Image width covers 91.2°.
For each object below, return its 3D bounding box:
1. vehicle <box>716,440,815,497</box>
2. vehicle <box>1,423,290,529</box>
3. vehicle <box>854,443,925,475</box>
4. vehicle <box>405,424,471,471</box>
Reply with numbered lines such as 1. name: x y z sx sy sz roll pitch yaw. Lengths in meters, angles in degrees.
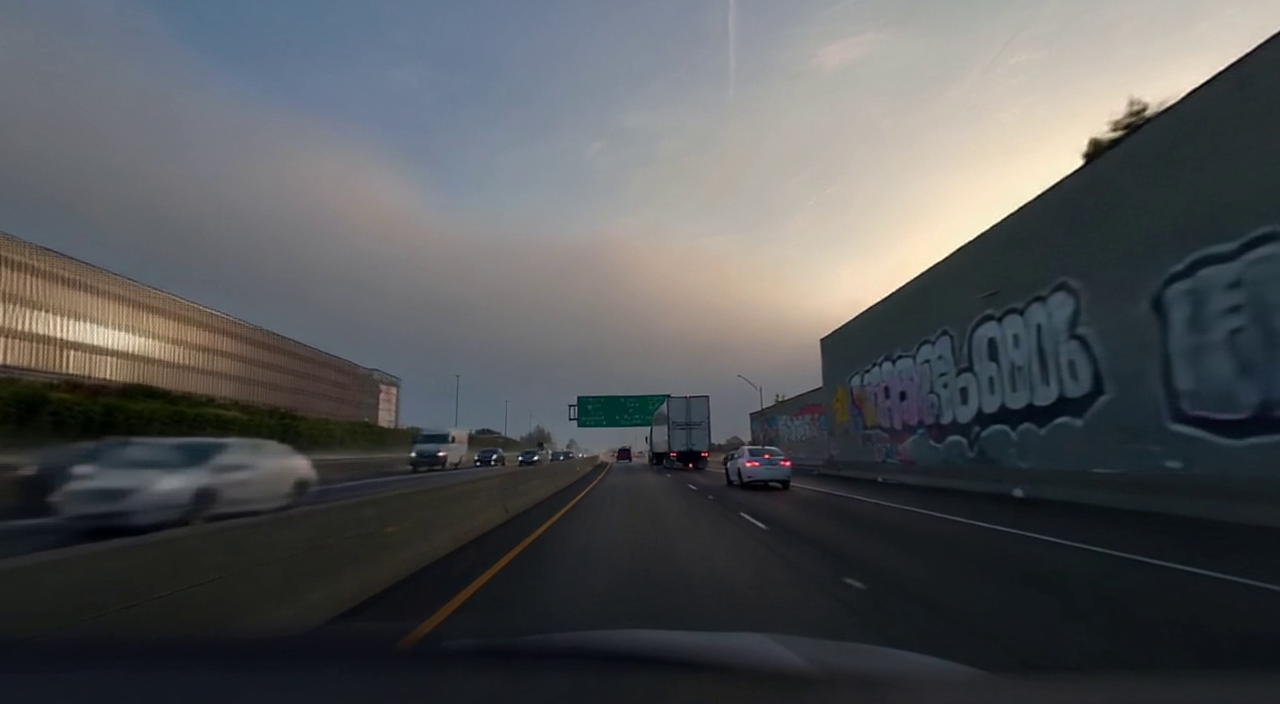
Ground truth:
1. vehicle: 3.827 3.633 19.963 2.085 1.588 4.436 0 -9 -2
2. vehicle: -8.563 2.176 11.473 1.933 1.553 4.112 0 -9 -1
3. vehicle: 13.825 5.936 35.056 2.107 1.648 4.324 0 -9 -1
4. vehicle: -12.752 6.118 40.105 2.334 2.718 6.105 0 -9 -1
